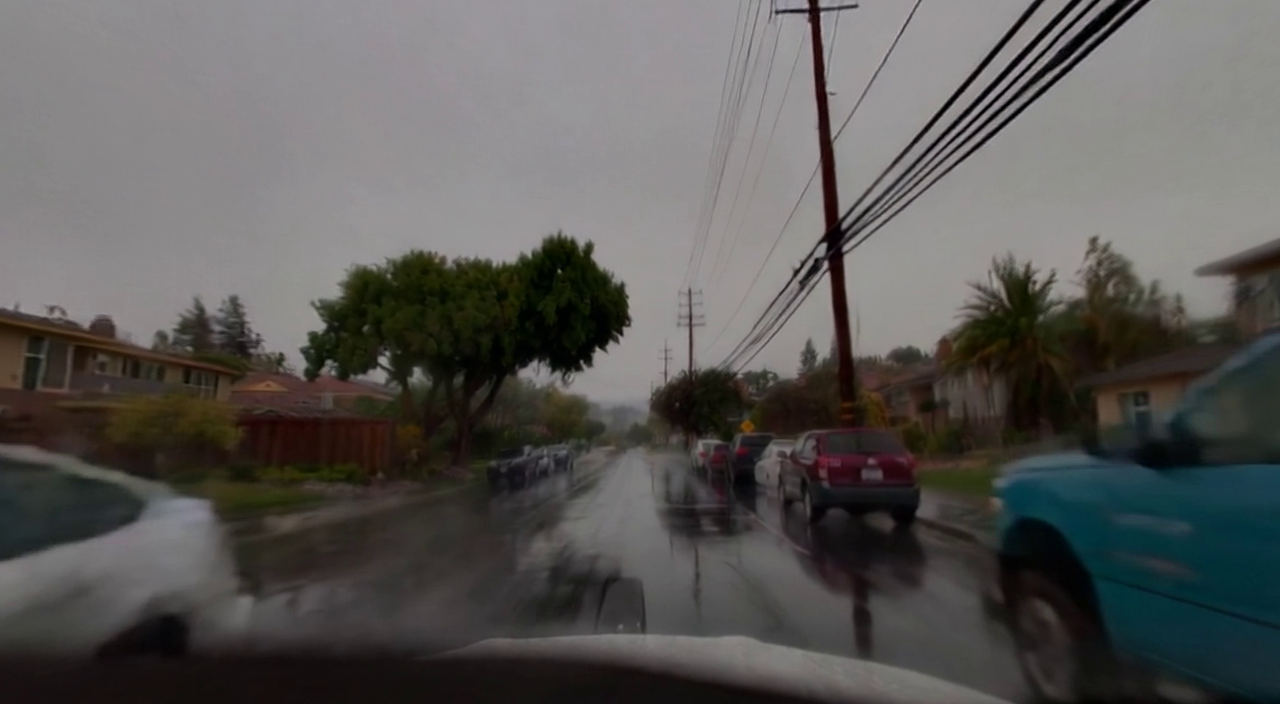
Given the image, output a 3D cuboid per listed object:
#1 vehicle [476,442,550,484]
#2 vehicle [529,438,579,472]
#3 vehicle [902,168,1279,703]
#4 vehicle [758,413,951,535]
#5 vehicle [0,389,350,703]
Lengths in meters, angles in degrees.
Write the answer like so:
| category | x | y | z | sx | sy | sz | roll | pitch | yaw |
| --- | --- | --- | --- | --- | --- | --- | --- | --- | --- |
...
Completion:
| category | x | y | z | sx | sy | sz | roll | pitch | yaw |
| --- | --- | --- | --- | --- | --- | --- | --- | --- | --- |
| vehicle | -5.738 | 5.063 | 29.190 | 2.226 | 1.768 | 4.780 | 0 | -9 | 3 |
| vehicle | -5.670 | 6.880 | 42.468 | 2.455 | 2.045 | 6.171 | 0 | -9 | 0 |
| vehicle | 2.910 | 0.401 | 0.825 | 2.437 | 2.015 | 6.511 | 0 | -9 | 1 |
| vehicle | 3.579 | 2.133 | 11.604 | 2.012 | 1.777 | 4.505 | 0 | -9 | 1 |
| vehicle | -2.919 | 0.862 | 1.608 | 2.213 | 1.548 | 4.370 | 0 | -9 | 1 |
